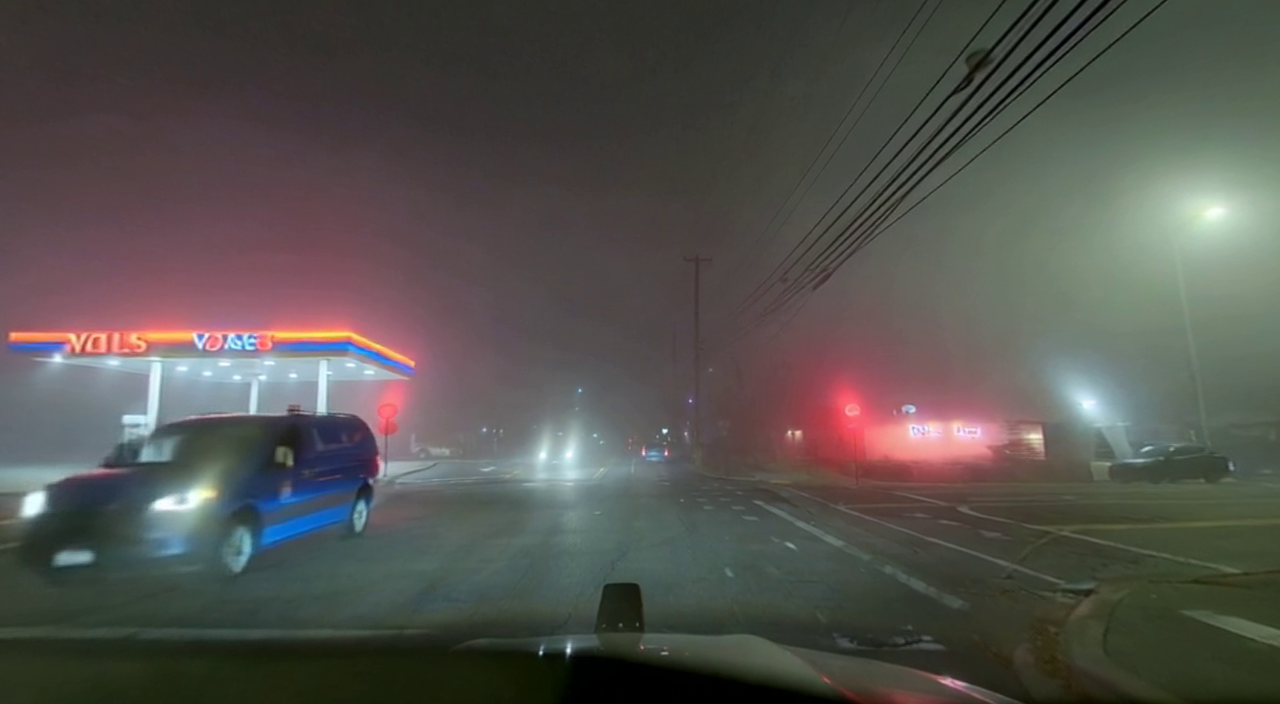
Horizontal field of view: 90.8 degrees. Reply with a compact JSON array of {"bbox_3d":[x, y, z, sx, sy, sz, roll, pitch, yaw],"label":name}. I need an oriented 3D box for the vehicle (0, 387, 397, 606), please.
[{"bbox_3d":[-5.066,1.659,8.181,2.222,1.931,4.882,1,-9,-5],"label":"vehicle"}]

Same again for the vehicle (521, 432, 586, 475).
[{"bbox_3d":[-3.990,4.832,30.139,2.274,1.844,4.843,0,-9,1],"label":"vehicle"}]

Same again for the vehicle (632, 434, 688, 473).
[{"bbox_3d":[0.836,4.673,29.144,2.000,1.663,4.271,1,-9,-6],"label":"vehicle"}]

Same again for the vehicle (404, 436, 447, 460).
[{"bbox_3d":[-16.706,7.491,49.417,1.890,1.761,4.578,1,-9,-3],"label":"vehicle"}]
